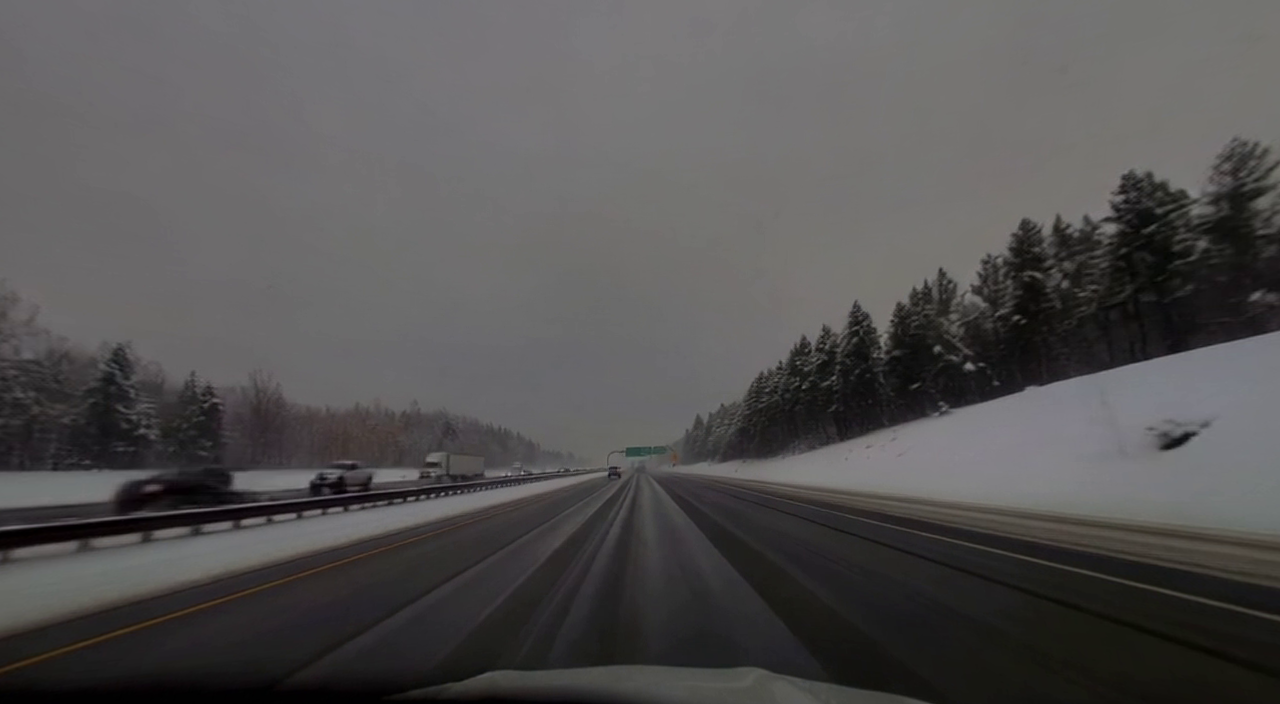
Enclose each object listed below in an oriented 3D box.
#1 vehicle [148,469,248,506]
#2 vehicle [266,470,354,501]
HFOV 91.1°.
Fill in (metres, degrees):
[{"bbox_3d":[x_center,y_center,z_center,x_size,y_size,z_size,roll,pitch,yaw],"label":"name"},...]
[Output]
[{"bbox_3d":[-20.048,6.141,28.688,1.829,1.494,3.597,1,-10,0],"label":"vehicle"},{"bbox_3d":[-16.424,6.646,31.570,2.060,1.374,4.311,1,-10,0],"label":"vehicle"}]
